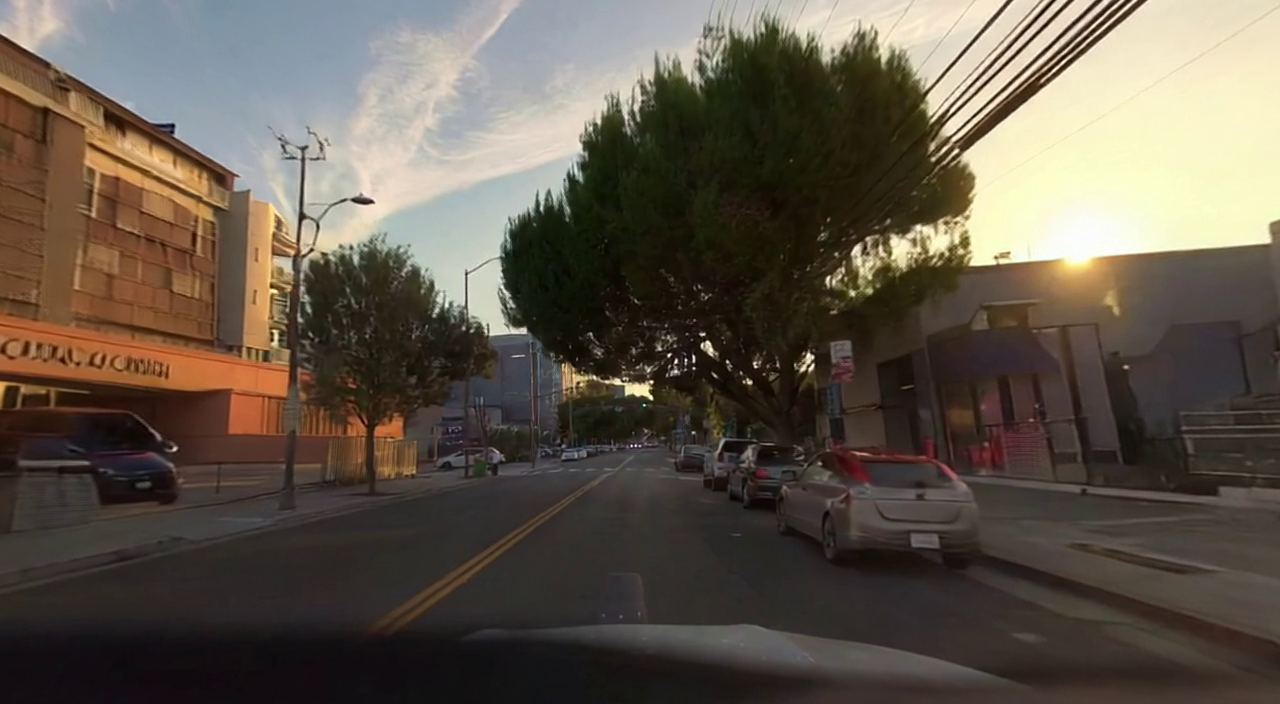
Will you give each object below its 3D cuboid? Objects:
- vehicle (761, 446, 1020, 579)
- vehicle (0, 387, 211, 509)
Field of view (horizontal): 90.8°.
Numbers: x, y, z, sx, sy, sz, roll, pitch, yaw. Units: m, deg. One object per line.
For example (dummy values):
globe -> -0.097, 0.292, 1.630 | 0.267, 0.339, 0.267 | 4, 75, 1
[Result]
vehicle -> 3.054, 2.001, 8.712 | 1.877, 1.373, 3.854 | 0, -8, -2
vehicle -> -15.387, 2.618, 17.620 | 2.715, 2.789, 6.225 | 0, -8, -4
